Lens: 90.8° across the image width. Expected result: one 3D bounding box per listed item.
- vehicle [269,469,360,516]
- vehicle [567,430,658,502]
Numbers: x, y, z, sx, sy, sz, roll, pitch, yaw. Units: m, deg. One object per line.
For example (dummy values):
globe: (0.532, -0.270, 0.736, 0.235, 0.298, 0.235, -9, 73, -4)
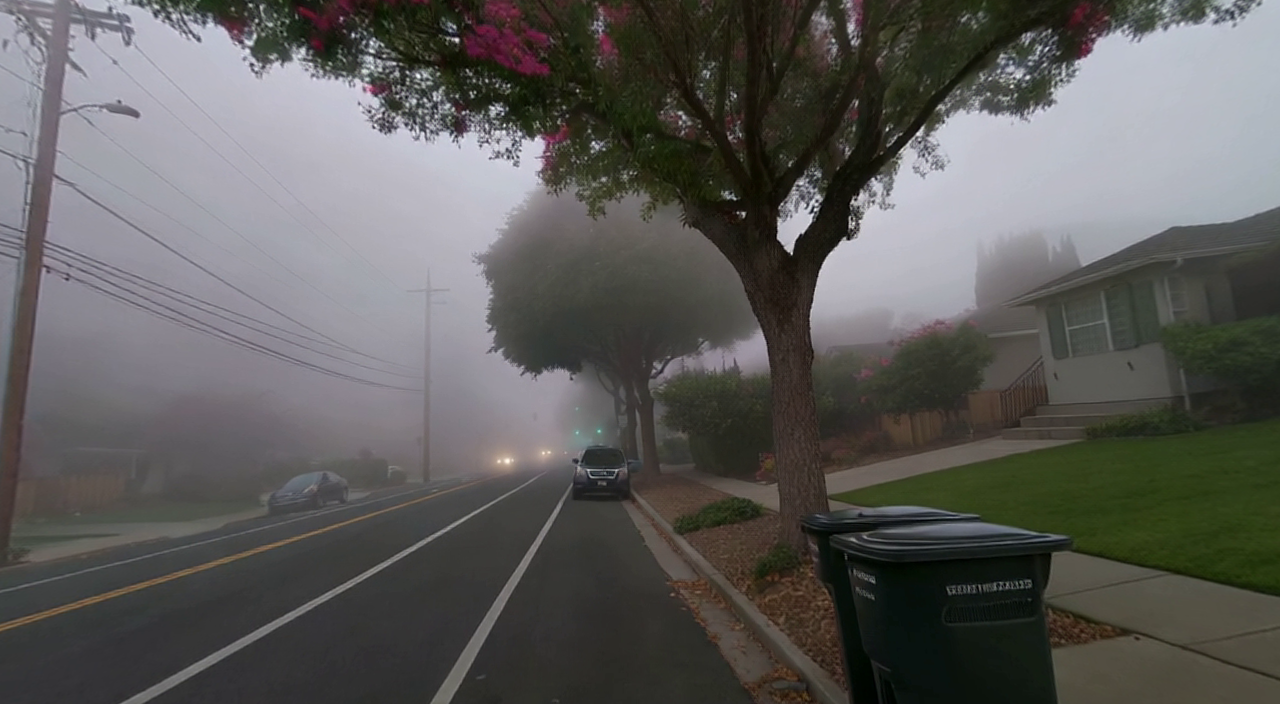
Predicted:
vehicle: (-13.760, 5.913, 26.978, 1.982, 1.660, 4.142, 1, -8, -6)
vehicle: (-0.823, 3.064, 17.387, 2.190, 1.708, 4.115, 0, -8, -4)
